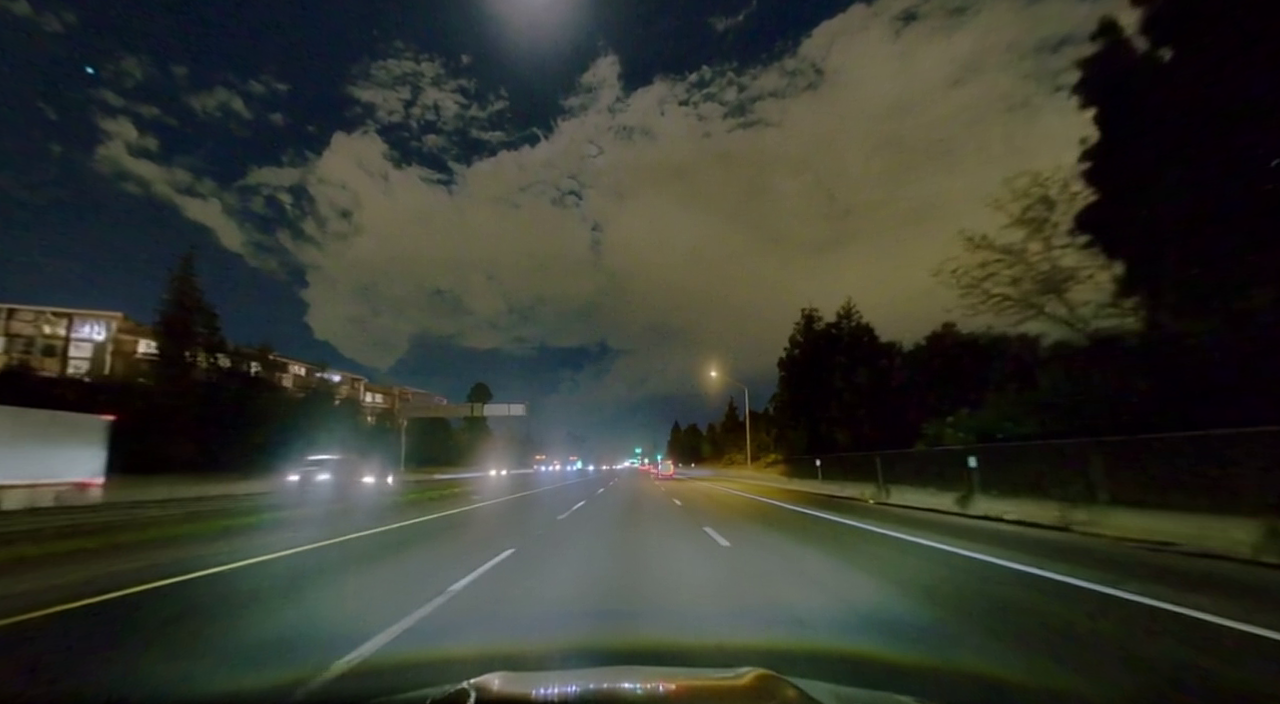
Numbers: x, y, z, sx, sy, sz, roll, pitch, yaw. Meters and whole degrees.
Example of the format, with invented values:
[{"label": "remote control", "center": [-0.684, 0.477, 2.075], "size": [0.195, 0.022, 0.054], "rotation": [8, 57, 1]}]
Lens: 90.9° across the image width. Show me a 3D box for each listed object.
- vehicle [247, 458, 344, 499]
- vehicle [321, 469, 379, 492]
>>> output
[{"label": "vehicle", "center": [-16.033, 5.919, 29.653], "size": [1.941, 1.730, 4.593], "rotation": [1, -10, 0]}, {"label": "vehicle", "center": [-20.184, 8.960, 44.046], "size": [1.849, 1.483, 4.542], "rotation": [1, -10, 0]}]
